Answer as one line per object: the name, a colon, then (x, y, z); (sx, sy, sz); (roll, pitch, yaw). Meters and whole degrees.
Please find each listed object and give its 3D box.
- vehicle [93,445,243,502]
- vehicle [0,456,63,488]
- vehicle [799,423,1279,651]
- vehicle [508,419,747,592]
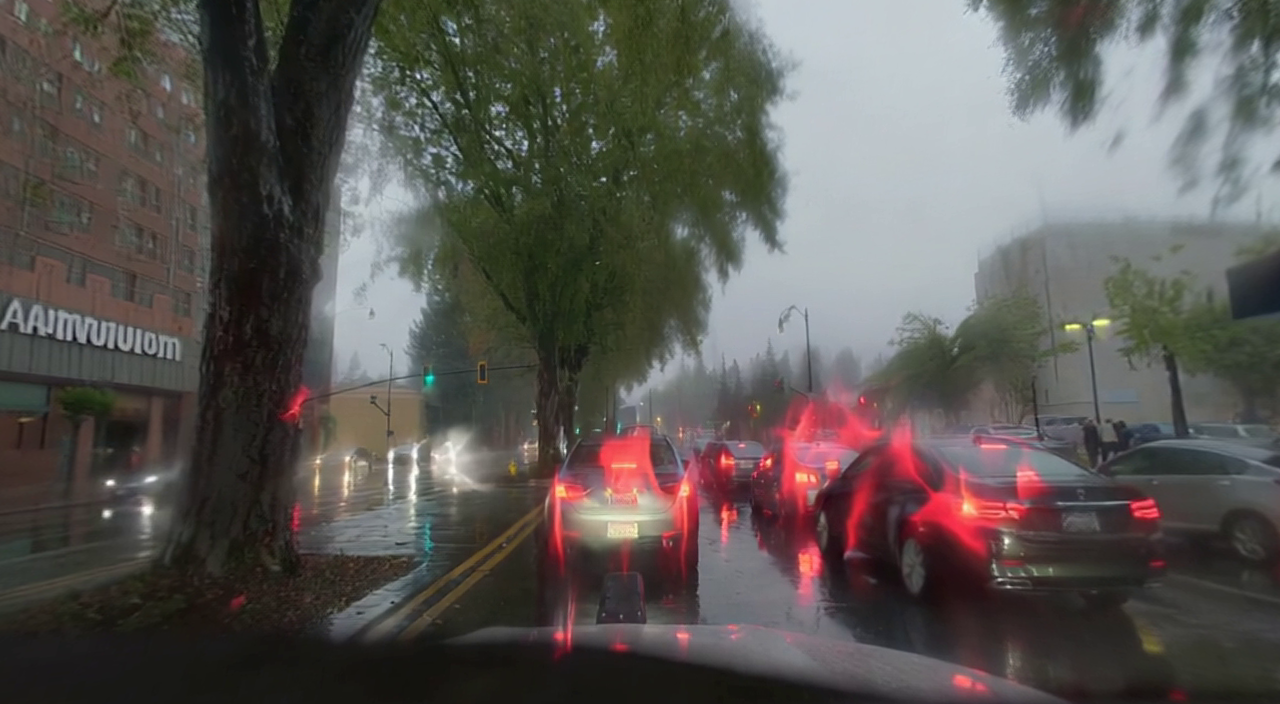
vehicle: (-15.103, 3.860, 20.556); (1.933, 1.614, 4.042); (0, -9, -4)
vehicle: (-31.734, 5.992, 31.560); (1.913, 1.531, 4.000); (-9, -12, 43)
vehicle: (3.208, 1.543, 6.436); (1.912, 1.454, 4.537); (0, -9, -1)
vehicle: (-0.142, 1.667, 7.684); (2.118, 1.512, 4.013); (0, -9, -1)
